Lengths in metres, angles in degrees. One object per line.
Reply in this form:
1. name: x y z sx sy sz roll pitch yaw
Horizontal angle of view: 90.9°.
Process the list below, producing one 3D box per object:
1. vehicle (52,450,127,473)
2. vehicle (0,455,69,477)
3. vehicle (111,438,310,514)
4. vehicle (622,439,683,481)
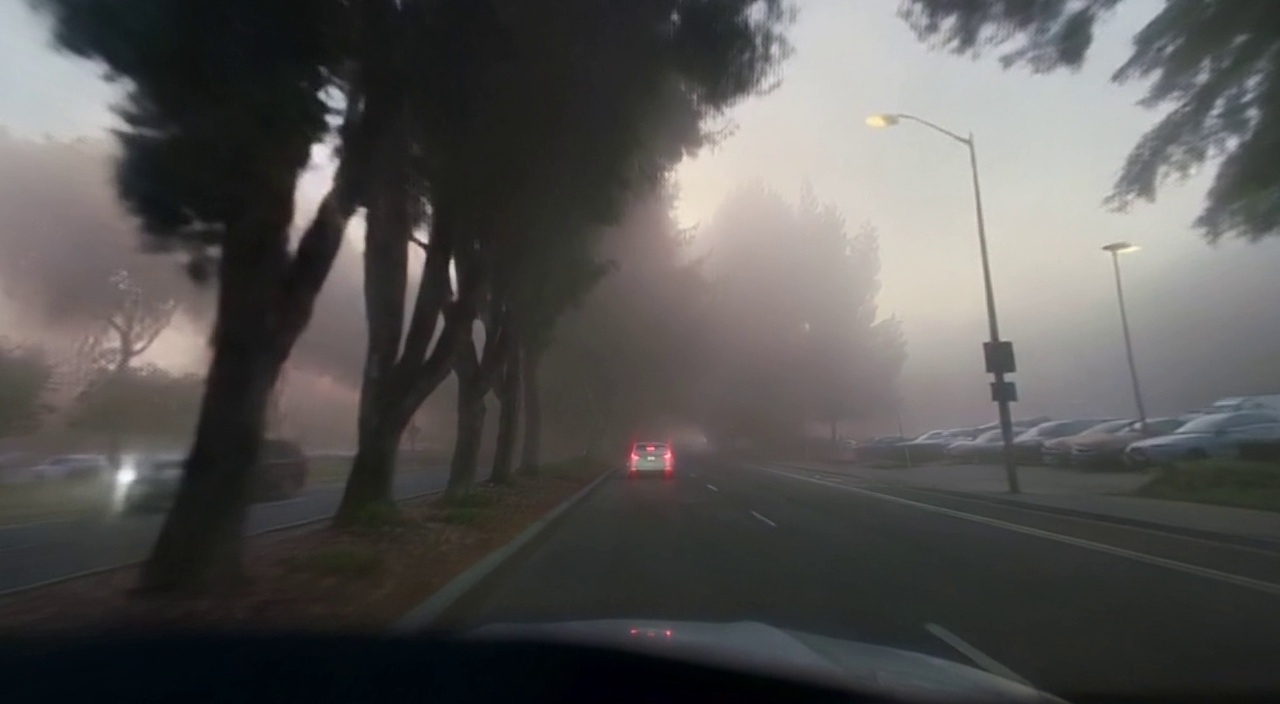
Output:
1. vehicle: -42.962 8.532 49.272 4.057 1.666 1.849 0 -8 1
2. vehicle: -42.999 7.991 44.350 4.100 1.440 1.703 -1 -8 3
3. vehicle: -12.090 3.479 18.320 2.259 1.867 4.875 0 -8 1
4. vehicle: 0.413 4.010 23.696 2.093 1.442 3.977 0 -8 -1
